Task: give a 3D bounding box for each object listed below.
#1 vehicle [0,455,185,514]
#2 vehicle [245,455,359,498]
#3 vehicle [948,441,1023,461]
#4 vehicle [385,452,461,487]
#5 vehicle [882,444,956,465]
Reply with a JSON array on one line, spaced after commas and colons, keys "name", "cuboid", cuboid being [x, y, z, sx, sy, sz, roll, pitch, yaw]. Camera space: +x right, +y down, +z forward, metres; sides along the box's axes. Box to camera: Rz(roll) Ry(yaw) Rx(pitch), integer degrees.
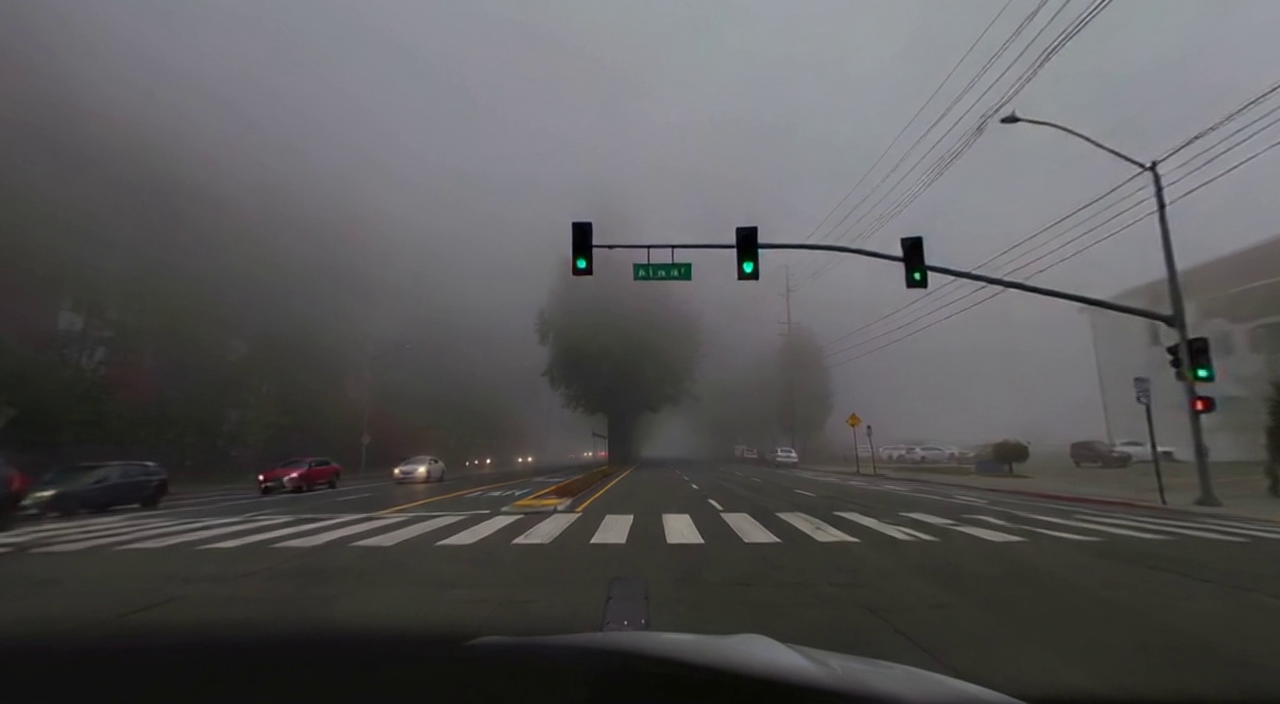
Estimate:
[{"name": "vehicle", "cuboid": [-18.660, 4.456, 21.742, 1.970, 1.690, 4.596, -2, -8, 11]}, {"name": "vehicle", "cuboid": [-13.488, 4.974, 25.566, 1.909, 1.449, 4.775, 0, -8, 1]}, {"name": "vehicle", "cuboid": [25.614, 7.395, 46.875, 4.368, 1.394, 1.983, -1, -9, 1]}, {"name": "vehicle", "cuboid": [-10.164, 5.519, 29.917, 1.899, 1.464, 4.418, -1, -8, 2]}, {"name": "vehicle", "cuboid": [20.880, 7.662, 47.296, 4.664, 1.504, 1.816, 0, -8, 2]}]
